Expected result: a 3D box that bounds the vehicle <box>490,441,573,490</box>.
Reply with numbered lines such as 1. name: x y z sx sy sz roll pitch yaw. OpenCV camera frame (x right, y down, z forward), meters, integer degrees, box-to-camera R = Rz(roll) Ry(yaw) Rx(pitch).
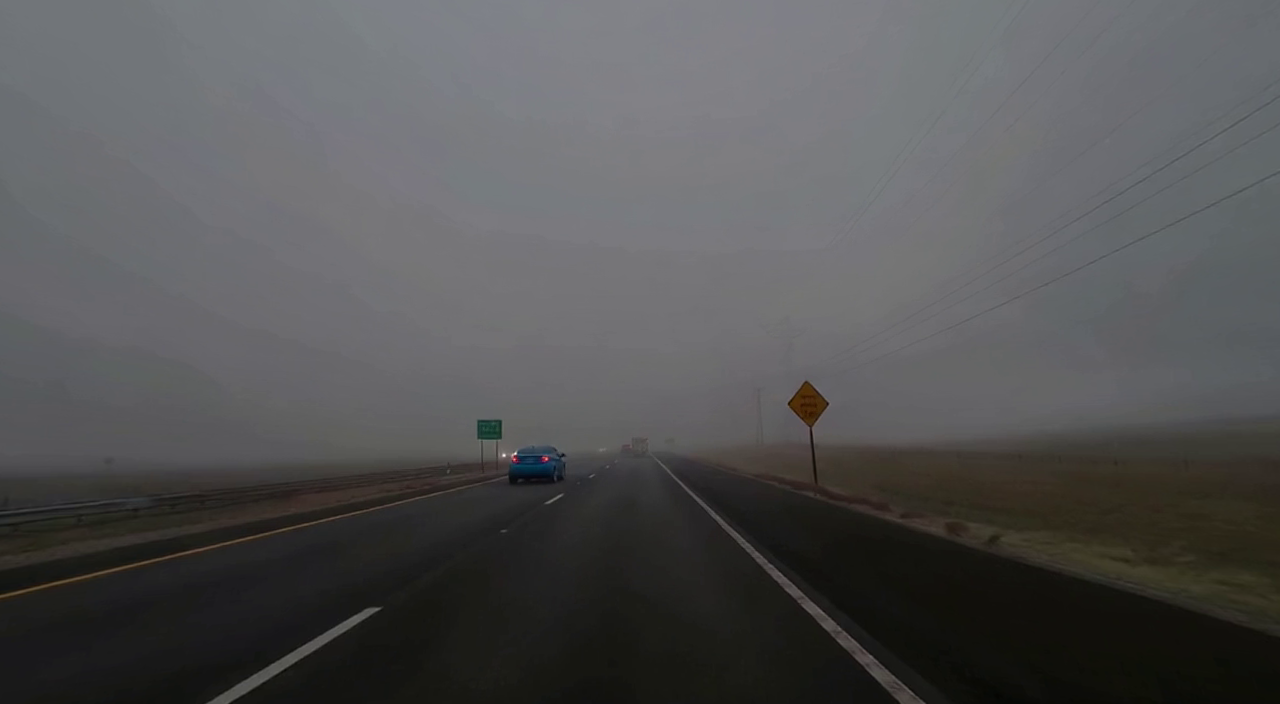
1. vehicle: -3.769 4.026 22.659 2.106 1.543 4.465 0 -9 1
